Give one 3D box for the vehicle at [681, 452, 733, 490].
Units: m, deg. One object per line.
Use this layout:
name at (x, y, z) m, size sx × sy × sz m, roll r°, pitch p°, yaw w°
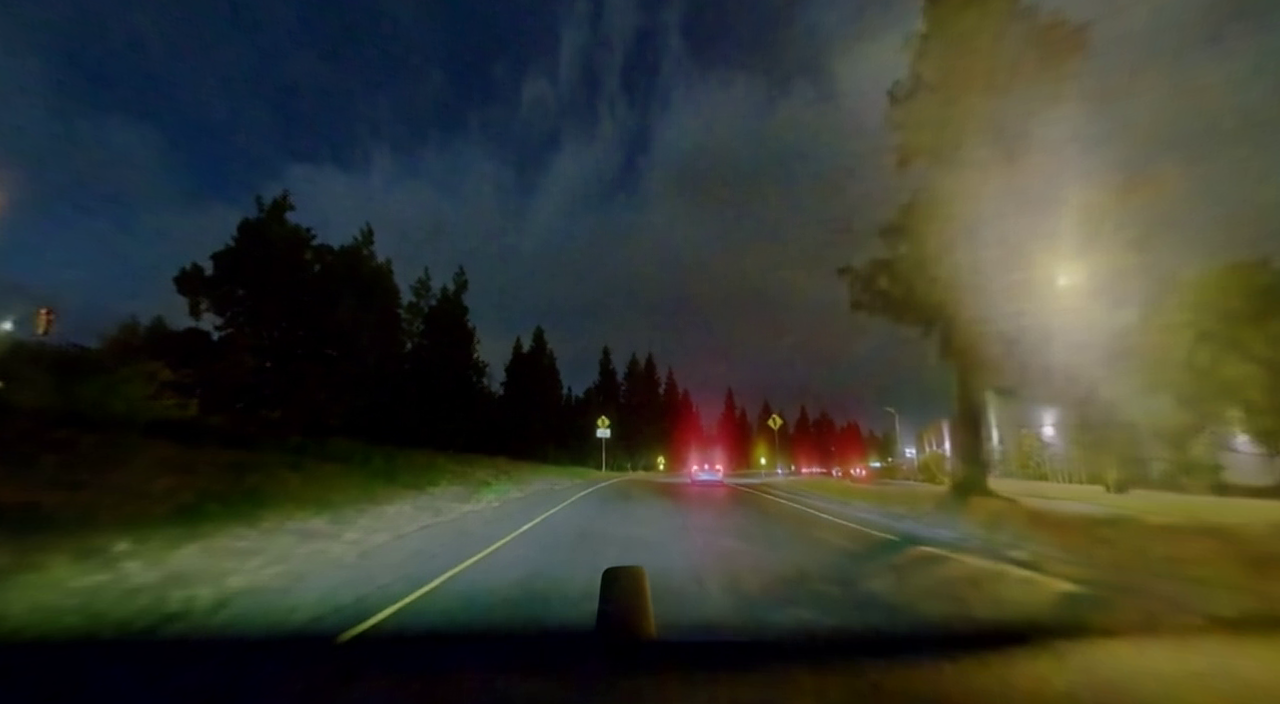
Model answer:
vehicle at (2.870, 5.213, 27.960) m, size 1.956 × 1.473 × 4.640 m, roll 0°, pitch -8°, yaw 2°
